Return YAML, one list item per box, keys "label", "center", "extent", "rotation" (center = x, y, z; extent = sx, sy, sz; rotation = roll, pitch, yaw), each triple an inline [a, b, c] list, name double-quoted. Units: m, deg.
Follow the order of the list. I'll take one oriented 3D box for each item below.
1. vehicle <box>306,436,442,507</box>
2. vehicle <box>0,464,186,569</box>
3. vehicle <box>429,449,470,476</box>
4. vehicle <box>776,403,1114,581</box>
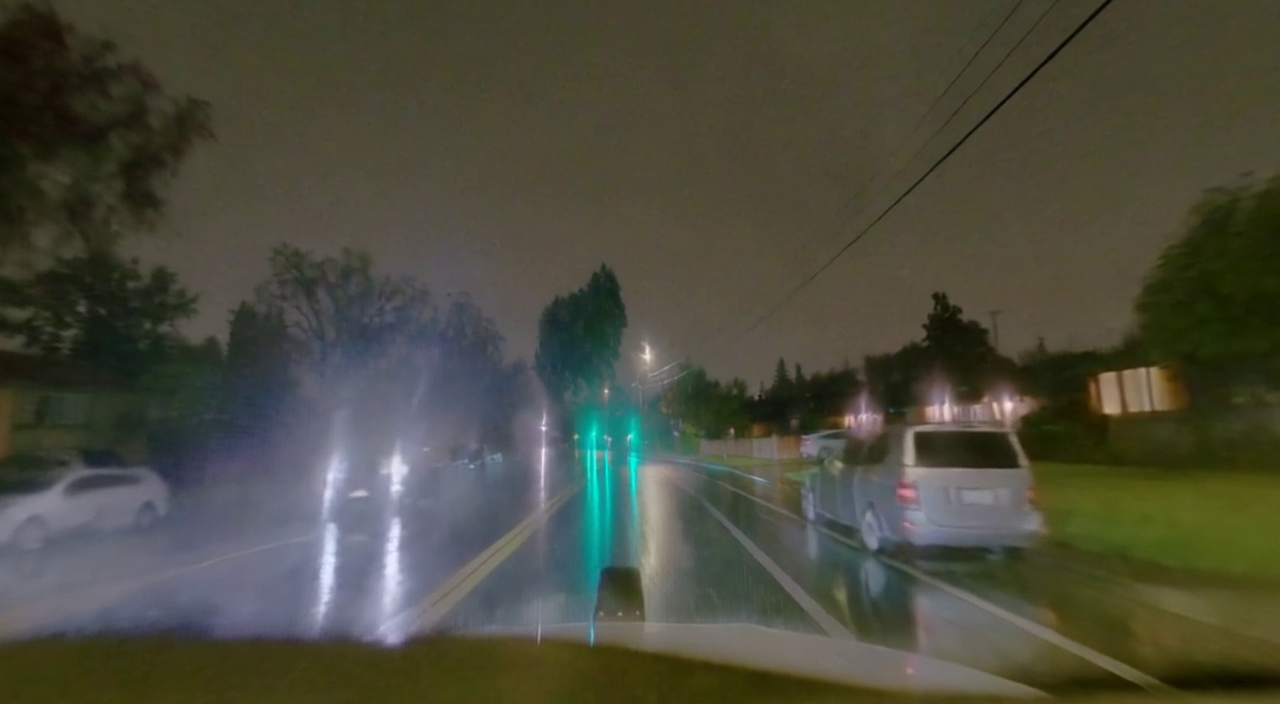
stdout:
- label: "vehicle"
  center: [-7.276, 3.278, 17.877]
  extent: [2.090, 1.724, 4.270]
  rotation: [1, -8, -2]
- label: "vehicle"
  center: [-11.058, 2.898, 11.599]
  extent: [1.958, 1.493, 4.671]
  rotation: [0, -8, 0]
- label: "vehicle"
  center: [-12.031, 7.002, 40.147]
  extent: [1.750, 1.471, 3.960]
  rotation: [2, -7, -6]
- label: "vehicle"
  center: [3.705, 1.817, 9.259]
  extent: [2.176, 1.793, 5.534]
  rotation: [0, -8, 0]
